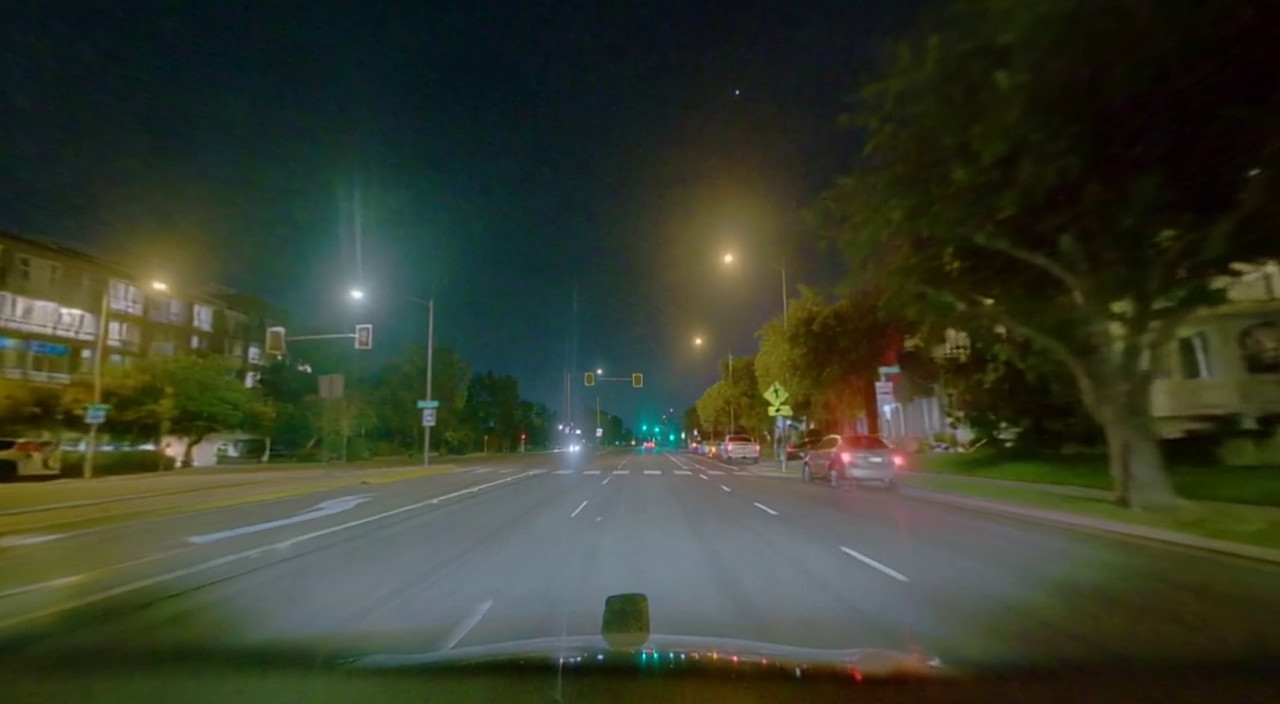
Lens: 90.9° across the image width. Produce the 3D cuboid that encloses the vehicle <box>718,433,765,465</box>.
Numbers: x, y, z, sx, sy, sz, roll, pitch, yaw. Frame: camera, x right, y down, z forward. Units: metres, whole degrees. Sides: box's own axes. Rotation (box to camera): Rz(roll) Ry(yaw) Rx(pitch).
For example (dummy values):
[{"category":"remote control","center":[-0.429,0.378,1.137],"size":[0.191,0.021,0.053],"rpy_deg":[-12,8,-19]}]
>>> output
[{"category":"vehicle","center":[6.586,6.382,41.570],"size":[2.293,1.942,5.004],"rpy_deg":[0,-8,1]}]

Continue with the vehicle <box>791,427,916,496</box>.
[{"category":"vehicle","center":[6.106,3.192,18.753],"size":[2.094,1.766,4.792],"rpy_deg":[0,-8,1]}]
